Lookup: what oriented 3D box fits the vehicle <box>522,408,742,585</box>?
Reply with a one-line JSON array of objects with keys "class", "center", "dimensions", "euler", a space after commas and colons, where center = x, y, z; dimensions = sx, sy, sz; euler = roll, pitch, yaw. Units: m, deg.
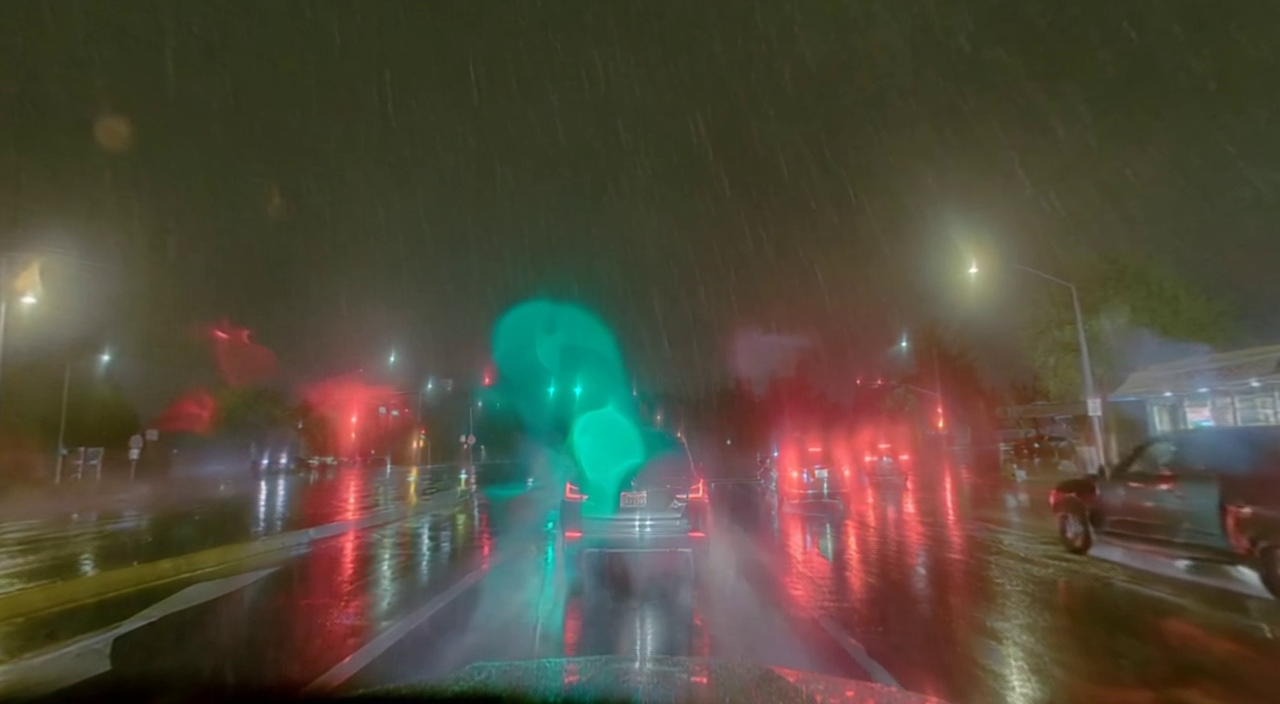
[{"class": "vehicle", "center": [-0.062, 1.693, 8.119], "dimensions": [2.115, 1.700, 3.901], "euler": [0, -8, 1]}]

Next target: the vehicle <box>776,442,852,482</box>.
[{"class": "vehicle", "center": [6.855, 4.380, 25.285], "dimensions": [1.833, 1.452, 4.237], "euler": [0, -8, 0]}]

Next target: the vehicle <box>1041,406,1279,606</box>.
[{"class": "vehicle", "center": [6.403, 1.410, 6.077], "dimensions": [2.072, 1.652, 4.611], "euler": [0, -8, 1]}]

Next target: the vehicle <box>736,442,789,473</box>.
[{"class": "vehicle", "center": [6.259, 5.453, 32.635], "dimensions": [1.961, 1.477, 4.454], "euler": [0, -9, 2]}]
